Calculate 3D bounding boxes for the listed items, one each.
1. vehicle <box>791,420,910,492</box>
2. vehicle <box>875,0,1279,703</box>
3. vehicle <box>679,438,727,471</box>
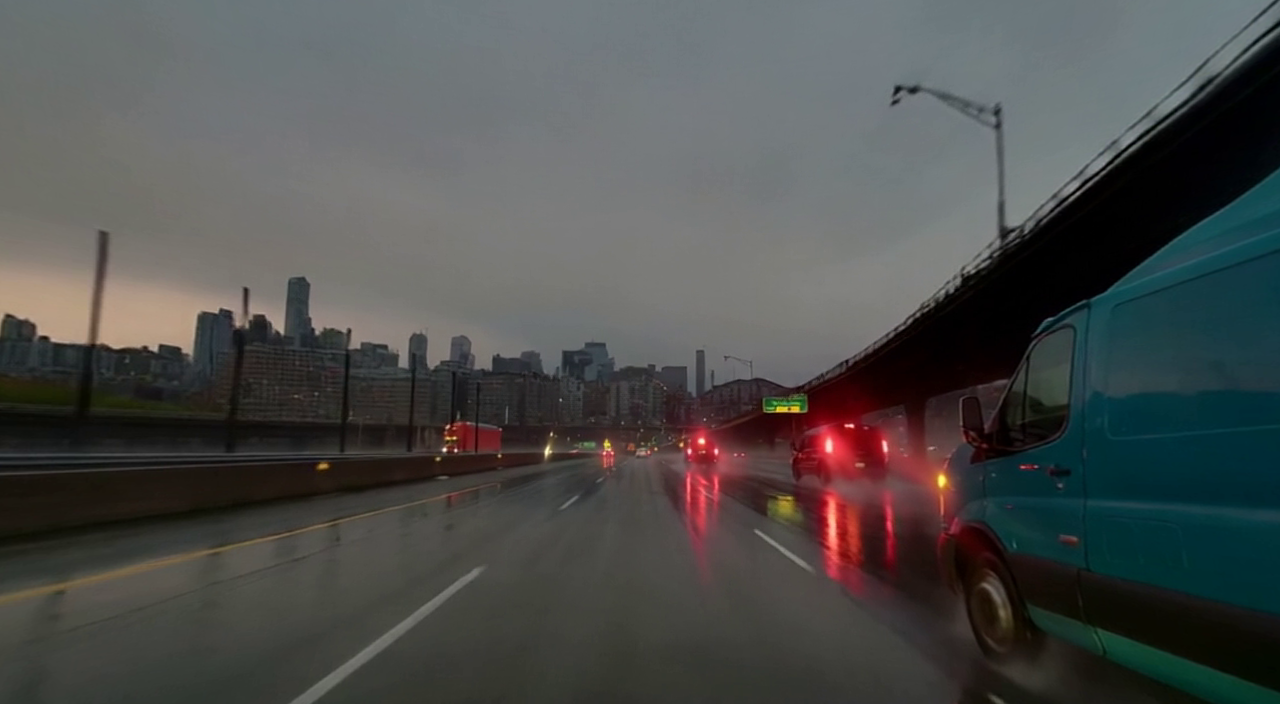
[{"bbox_3d":[7.210,3.630,22.354,2.301,2.203,5.419,0,-8,0],"label":"vehicle"},{"bbox_3d":[3.173,0.231,1.648,2.436,2.745,7.034,0,-8,1],"label":"vehicle"},{"bbox_3d":[4.065,6.715,41.614,2.464,1.961,5.520,0,-8,-1],"label":"vehicle"}]
